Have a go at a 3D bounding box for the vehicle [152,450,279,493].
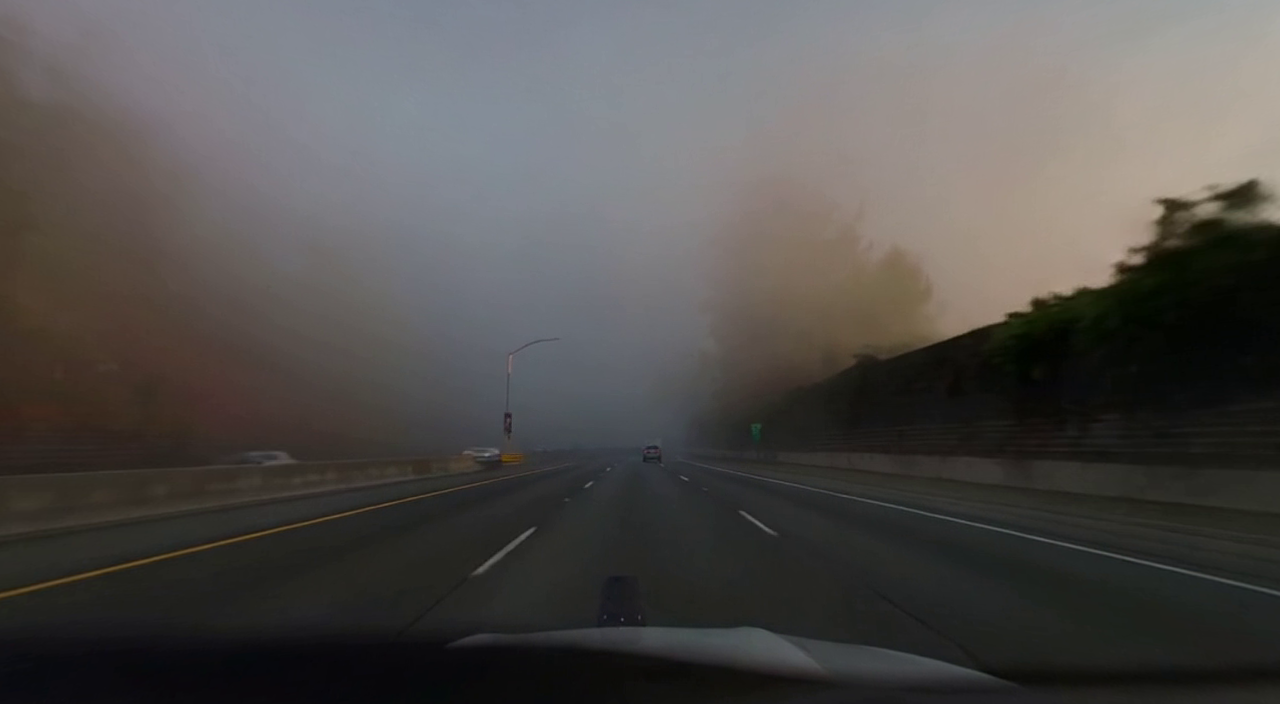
[{"bbox_3d":[-16.084,4.522,24.192,1.966,1.477,4.125,0,-9,0],"label":"vehicle"}]
